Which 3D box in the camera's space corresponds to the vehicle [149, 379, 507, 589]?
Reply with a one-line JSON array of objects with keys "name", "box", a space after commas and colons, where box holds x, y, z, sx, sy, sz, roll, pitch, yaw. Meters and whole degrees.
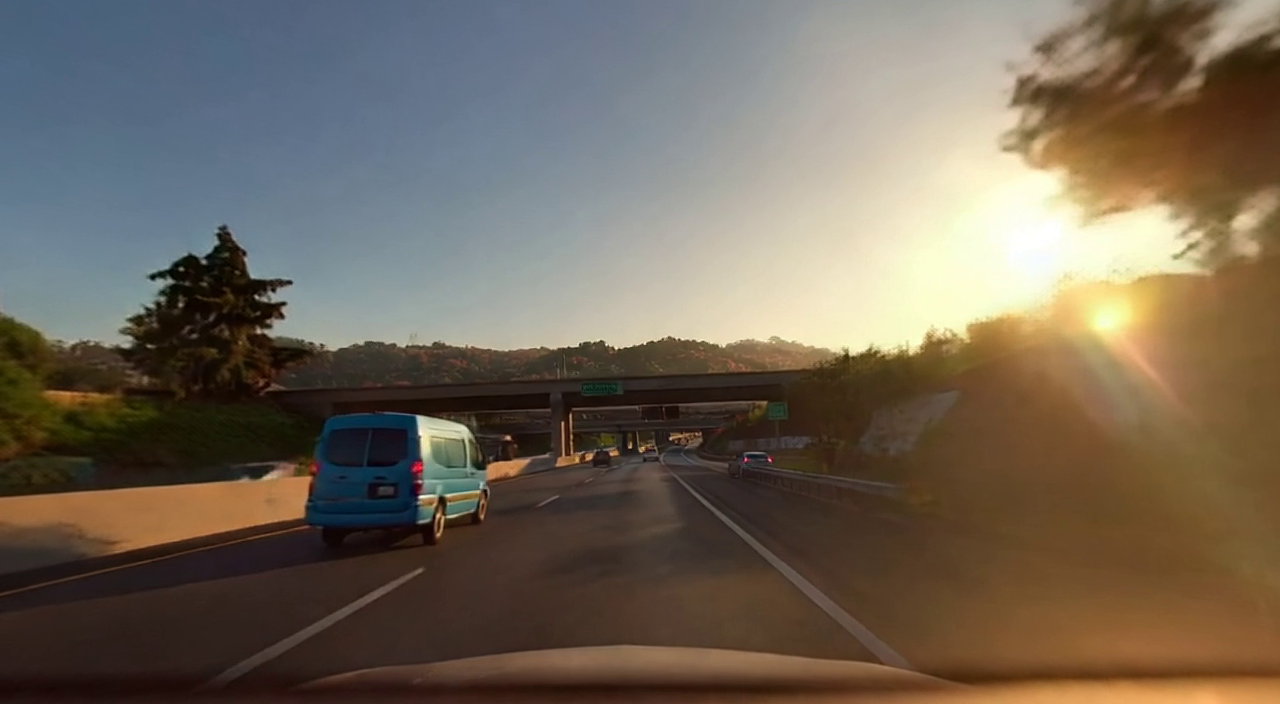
[{"name": "vehicle", "box": [-3.584, 1.666, 8.769, 2.310, 2.030, 5.094, 0, -9, 0]}]
